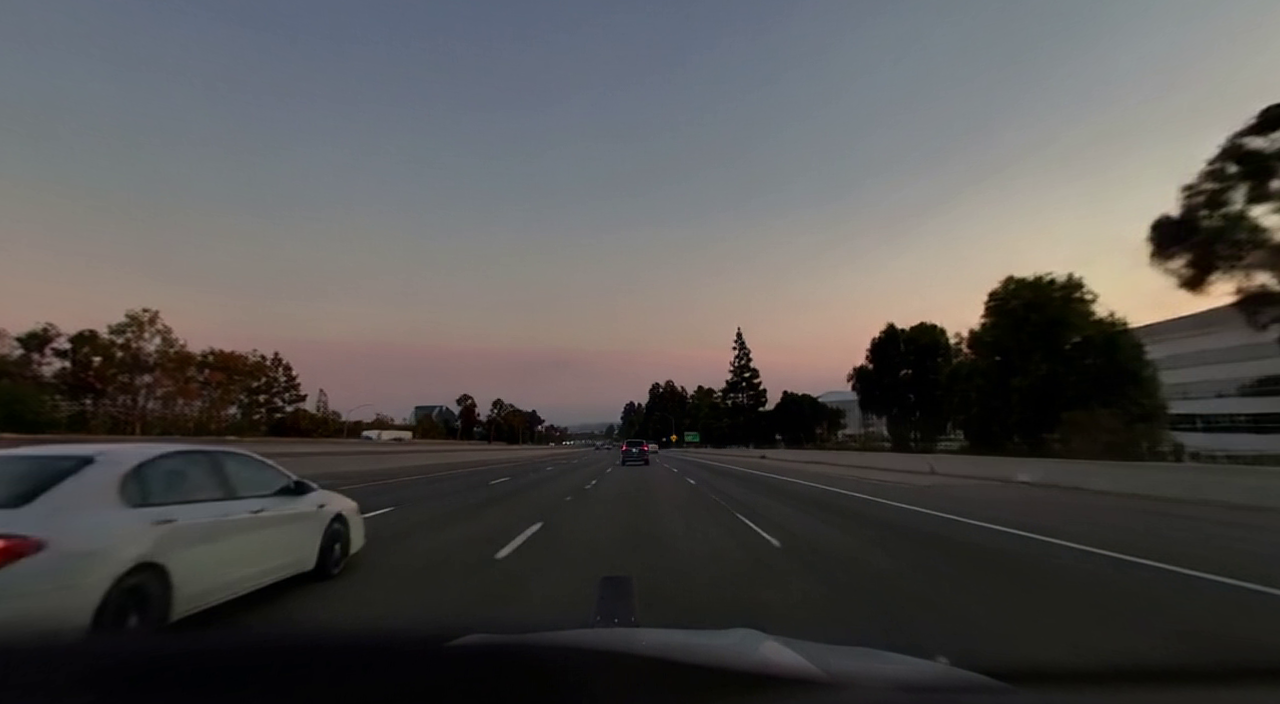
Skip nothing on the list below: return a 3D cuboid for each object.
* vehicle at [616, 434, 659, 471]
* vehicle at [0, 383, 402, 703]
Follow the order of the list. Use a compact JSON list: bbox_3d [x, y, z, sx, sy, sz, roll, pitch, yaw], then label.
[{"bbox_3d":[-0.137,5.682,35.943,2.269,1.924,4.596,0,-8,0],"label":"vehicle"},{"bbox_3d":[-3.440,1.118,3.751,2.140,1.574,4.946,0,-8,0],"label":"vehicle"}]
